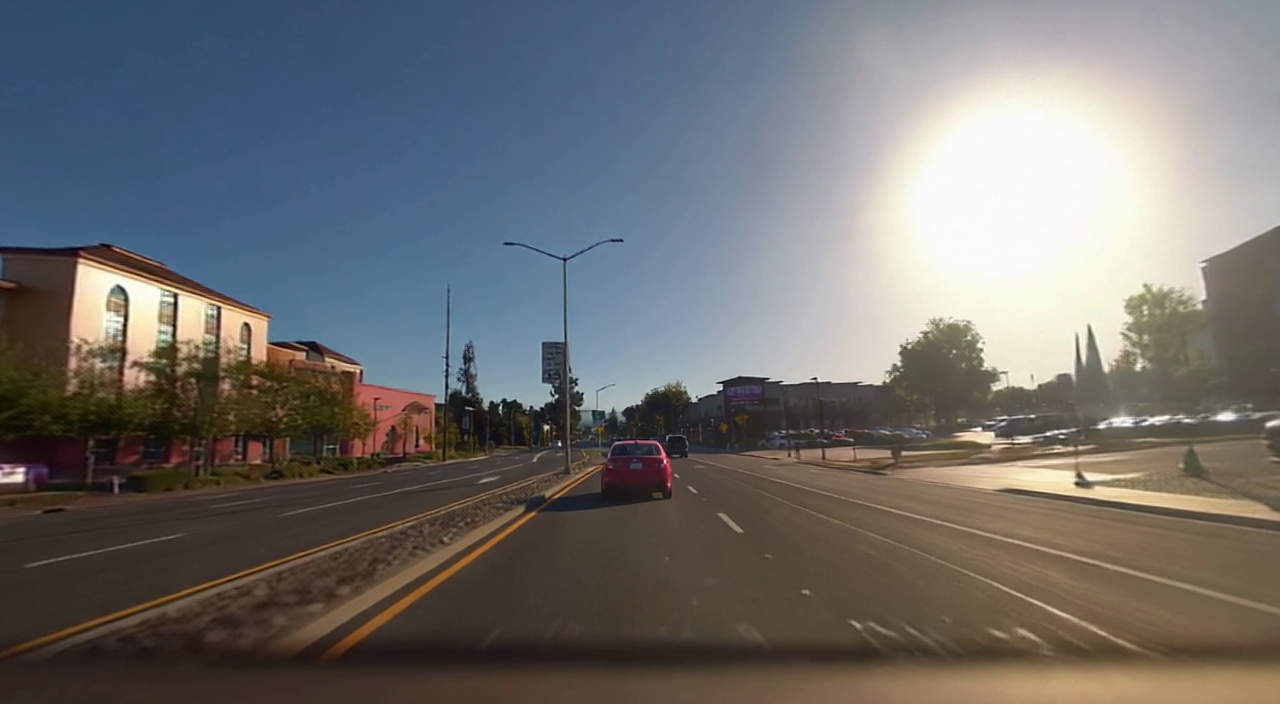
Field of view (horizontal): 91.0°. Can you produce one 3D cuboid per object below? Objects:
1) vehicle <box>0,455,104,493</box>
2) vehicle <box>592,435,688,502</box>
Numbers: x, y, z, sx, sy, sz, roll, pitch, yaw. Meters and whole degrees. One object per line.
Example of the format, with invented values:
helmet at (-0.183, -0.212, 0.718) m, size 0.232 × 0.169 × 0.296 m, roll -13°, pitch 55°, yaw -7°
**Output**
vehicle at (-27.719, 5.510, 28.605) m, size 4.665 × 1.578 × 2.051 m, roll 0°, pitch -8°, yaw -3°
vehicle at (-0.043, 2.879, 16.003) m, size 2.126 × 1.475 × 3.967 m, roll 0°, pitch -8°, yaw -1°
